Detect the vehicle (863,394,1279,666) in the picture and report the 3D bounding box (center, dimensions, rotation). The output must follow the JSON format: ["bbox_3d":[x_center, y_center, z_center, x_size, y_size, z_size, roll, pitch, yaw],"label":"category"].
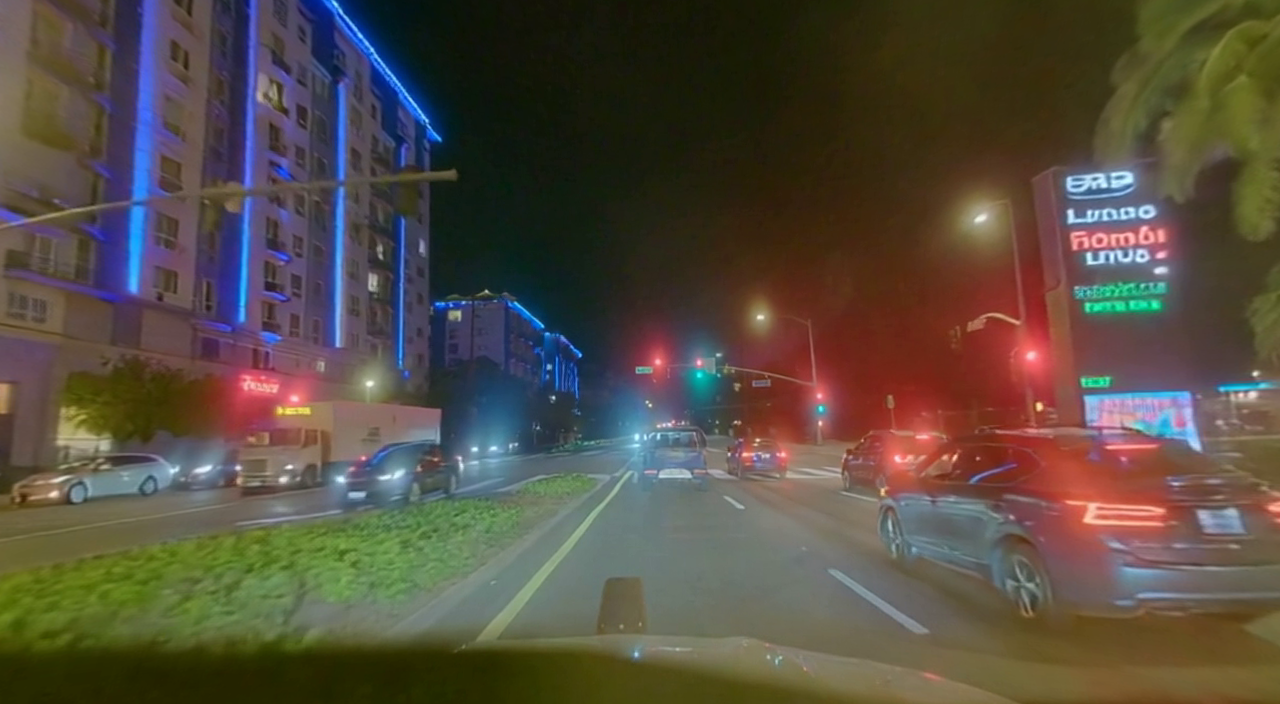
[{"bbox_3d":[3.921,1.414,6.088,1.993,1.645,4.350,0,-9,1],"label":"vehicle"}]

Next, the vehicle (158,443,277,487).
[{"bbox_3d":[-18.110,4.841,27.324,1.965,1.747,4.461,0,-9,1],"label":"vehicle"}]

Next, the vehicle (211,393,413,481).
[{"bbox_3d":[-14.868,4.185,30.437,3.100,3.378,11.784,-1,-9,2],"label":"vehicle"}]

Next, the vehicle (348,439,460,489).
[{"bbox_3d":[-7.983,3.818,21.818,2.101,1.538,4.253,-1,-9,2],"label":"vehicle"}]

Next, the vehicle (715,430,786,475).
[{"bbox_3d":[4.673,4.351,27.477,2.283,1.738,4.916,0,-9,1],"label":"vehicle"}]

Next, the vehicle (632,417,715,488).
[{"bbox_3d":[1.106,3.468,21.928,2.487,2.115,5.444,-1,-9,2],"label":"vehicle"}]

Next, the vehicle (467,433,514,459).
[{"bbox_3d":[-10.687,6.739,45.337,2.097,1.759,4.416,-1,-9,3],"label":"vehicle"}]

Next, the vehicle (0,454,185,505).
[{"bbox_3d":[-18.542,4.284,21.669,2.070,1.499,4.851,-1,-9,3],"label":"vehicle"}]
